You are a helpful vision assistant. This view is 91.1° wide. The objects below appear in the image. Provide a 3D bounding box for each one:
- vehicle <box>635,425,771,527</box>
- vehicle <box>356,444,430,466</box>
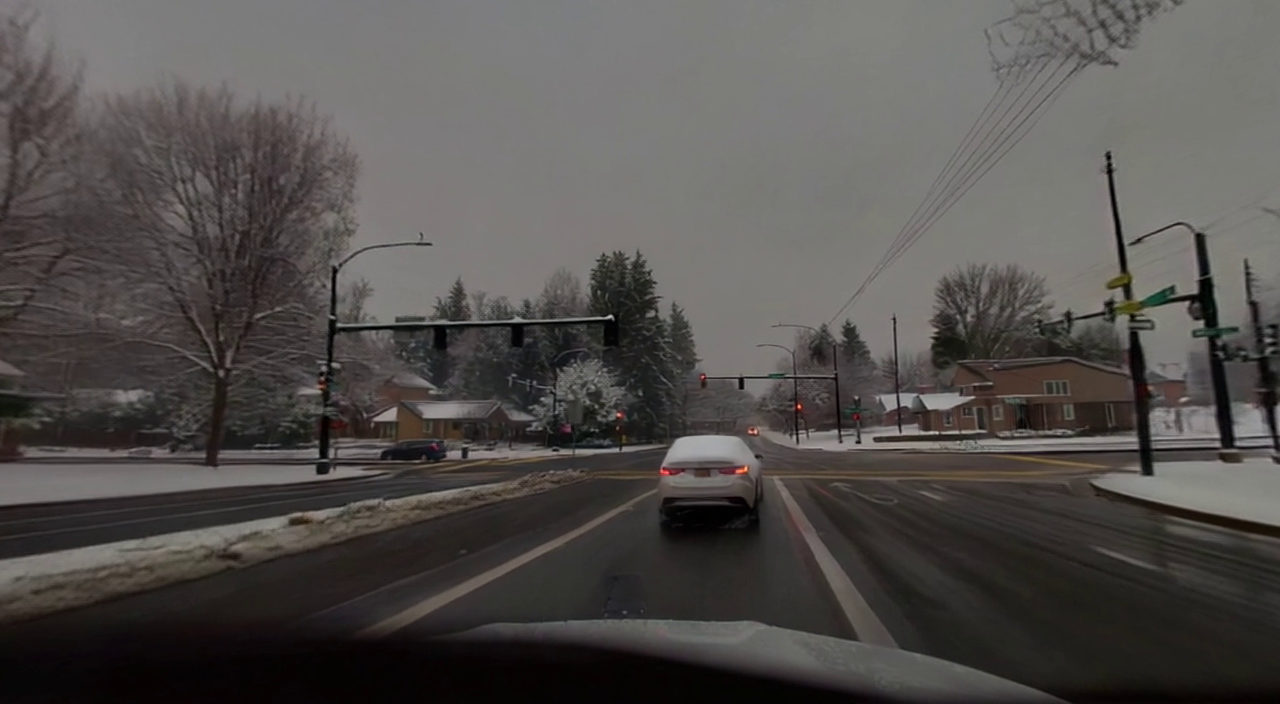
[{"bbox_3d":[1.398,2.308,12.373,2.139,1.564,4.901,-1,-9,10],"label":"vehicle"},{"bbox_3d":[-17.293,7.183,43.924,4.735,1.472,1.932,-4,-9,23],"label":"vehicle"}]
